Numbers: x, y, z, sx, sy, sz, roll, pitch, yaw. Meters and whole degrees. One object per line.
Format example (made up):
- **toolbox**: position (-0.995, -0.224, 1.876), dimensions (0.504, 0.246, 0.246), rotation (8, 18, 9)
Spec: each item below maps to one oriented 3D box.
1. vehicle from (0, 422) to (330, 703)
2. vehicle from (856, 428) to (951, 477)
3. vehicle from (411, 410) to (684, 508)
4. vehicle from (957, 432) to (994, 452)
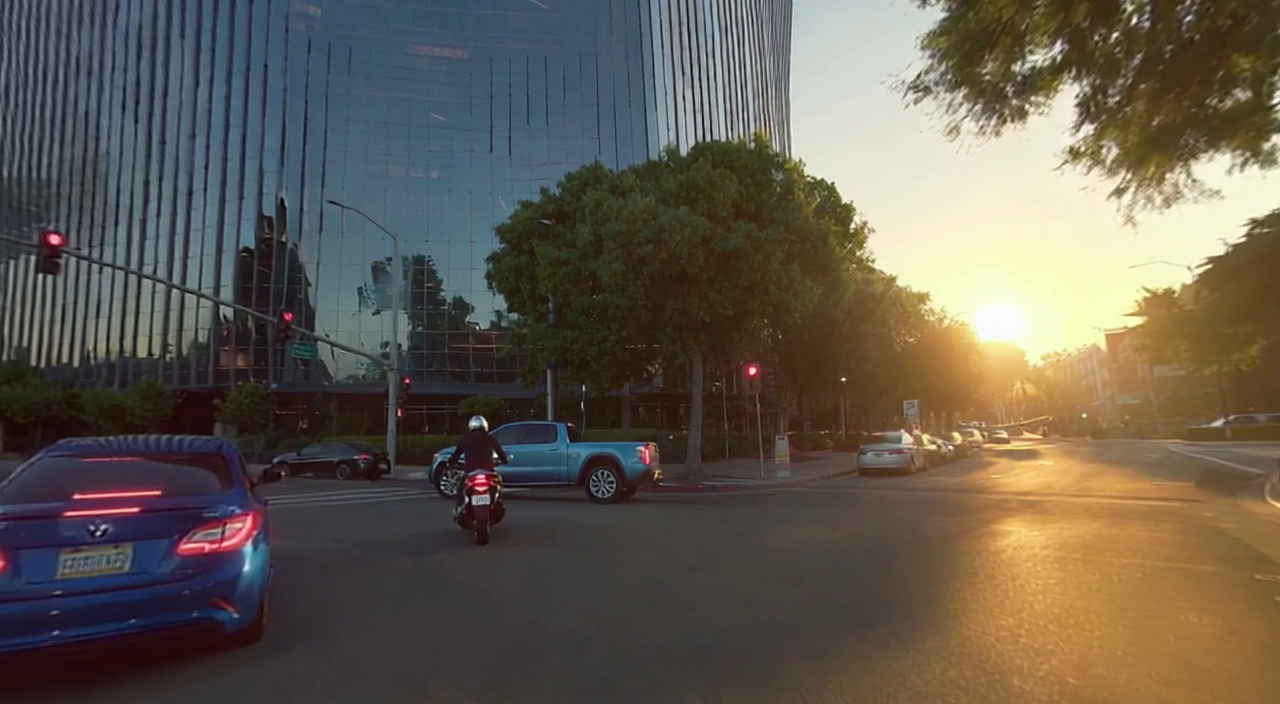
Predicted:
- **vehicle**: position (-4.080, 1.372, 5.157), dimensions (2.009, 1.450, 4.182), rotation (6, -10, -35)
- **vehicle**: position (10.205, 3.815, 24.213), dimensions (2.084, 1.656, 4.583), rotation (-7, -11, 38)
- **vehicle**: position (-2.136, 2.421, 14.690), dimensions (5.833, 1.960, 2.341), rotation (2, -9, -16)
- **vehicle**: position (26.170, 7.044, 49.126), dimensions (2.087, 1.475, 4.278), rotation (-6, -10, 32)
